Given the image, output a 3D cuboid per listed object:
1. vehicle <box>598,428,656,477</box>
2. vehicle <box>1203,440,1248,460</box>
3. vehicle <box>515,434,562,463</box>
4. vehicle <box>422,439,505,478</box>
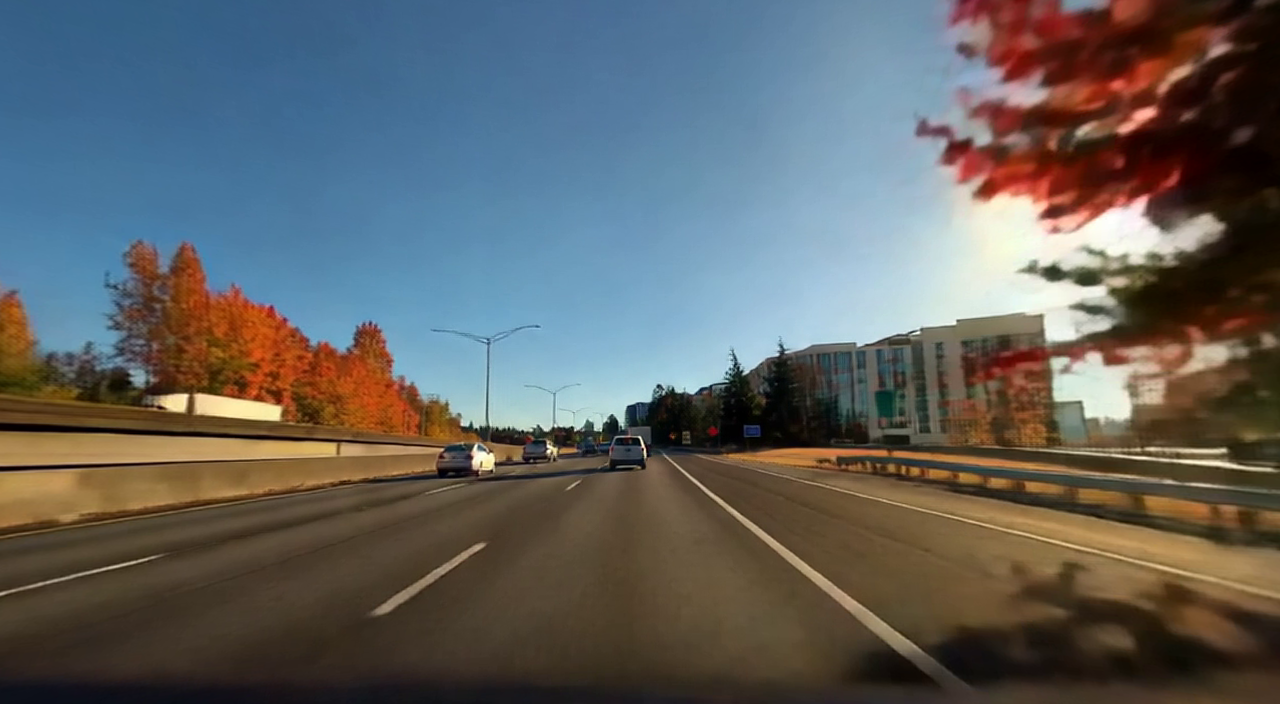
[{"bbox_3d":[-0.510,4.282,27.030,2.245,1.863,4.801,0,-8,0],"label":"vehicle"},{"bbox_3d":[46.128,7.729,49.559,4.334,1.495,1.987,7,-11,-41],"label":"vehicle"},{"bbox_3d":[-7.243,6.985,45.581,2.328,1.927,5.880,0,-8,1],"label":"vehicle"},{"bbox_3d":[-7.347,4.478,26.713,2.074,1.495,4.643,0,-8,1],"label":"vehicle"}]
